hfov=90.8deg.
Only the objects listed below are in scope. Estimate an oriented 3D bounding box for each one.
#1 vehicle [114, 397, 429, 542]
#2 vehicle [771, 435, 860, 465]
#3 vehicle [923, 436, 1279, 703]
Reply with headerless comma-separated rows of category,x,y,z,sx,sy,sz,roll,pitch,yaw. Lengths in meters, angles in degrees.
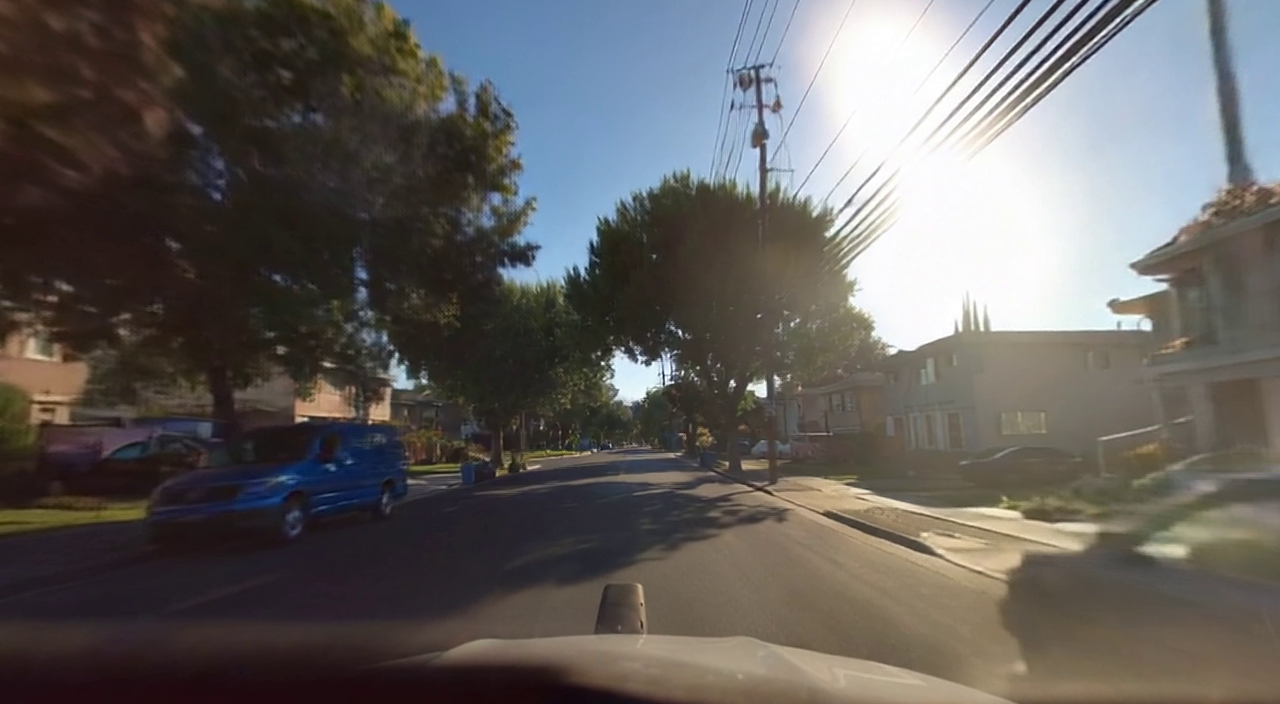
vehicle,-5.820,1.976,11.090,2.263,1.915,5.071,-1,-9,3
vehicle,10.743,6.035,38.915,4.902,1.794,1.975,-1,-8,3
vehicle,3.239,1.067,2.525,1.944,1.439,4.500,0,-8,-3
